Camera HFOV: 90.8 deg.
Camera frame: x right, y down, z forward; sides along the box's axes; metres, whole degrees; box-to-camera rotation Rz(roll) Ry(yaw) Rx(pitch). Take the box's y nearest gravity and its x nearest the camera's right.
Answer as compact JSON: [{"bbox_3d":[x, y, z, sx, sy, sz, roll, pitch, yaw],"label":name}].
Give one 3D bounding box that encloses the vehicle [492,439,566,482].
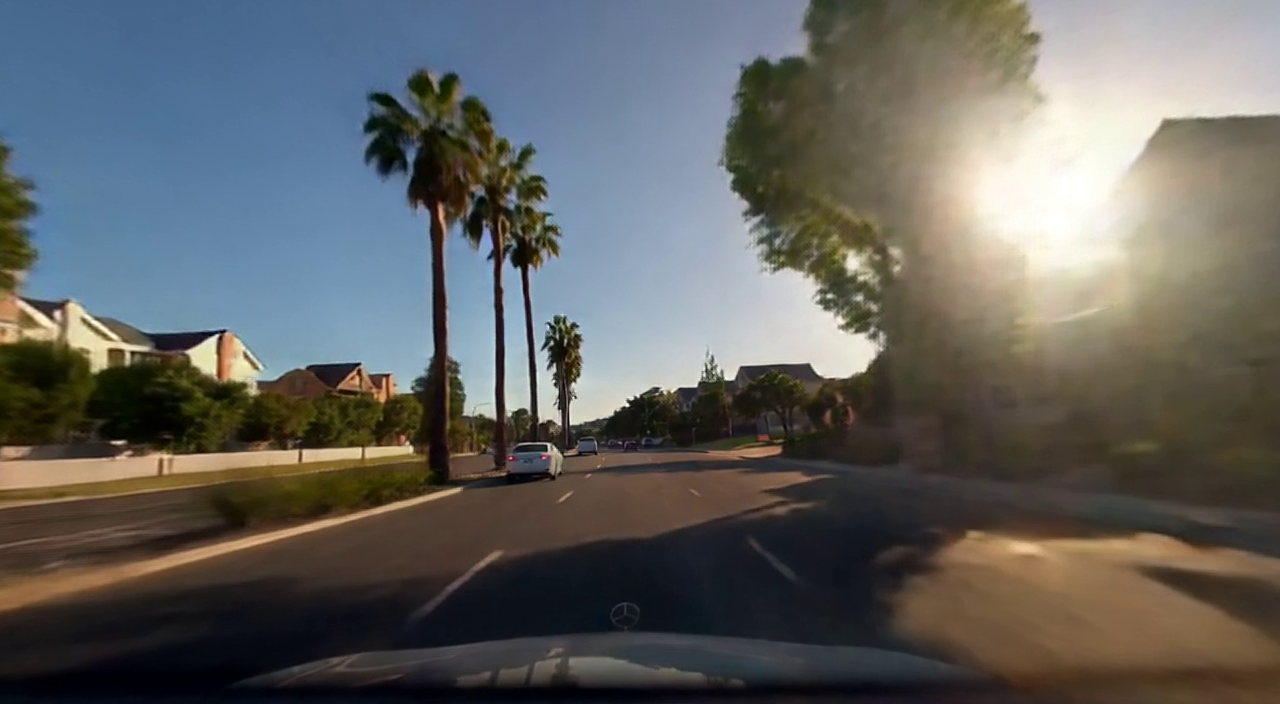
[{"bbox_3d":[-4.153,4.142,24.455,2.108,1.475,4.555,0,-8,-1],"label":"vehicle"}]
